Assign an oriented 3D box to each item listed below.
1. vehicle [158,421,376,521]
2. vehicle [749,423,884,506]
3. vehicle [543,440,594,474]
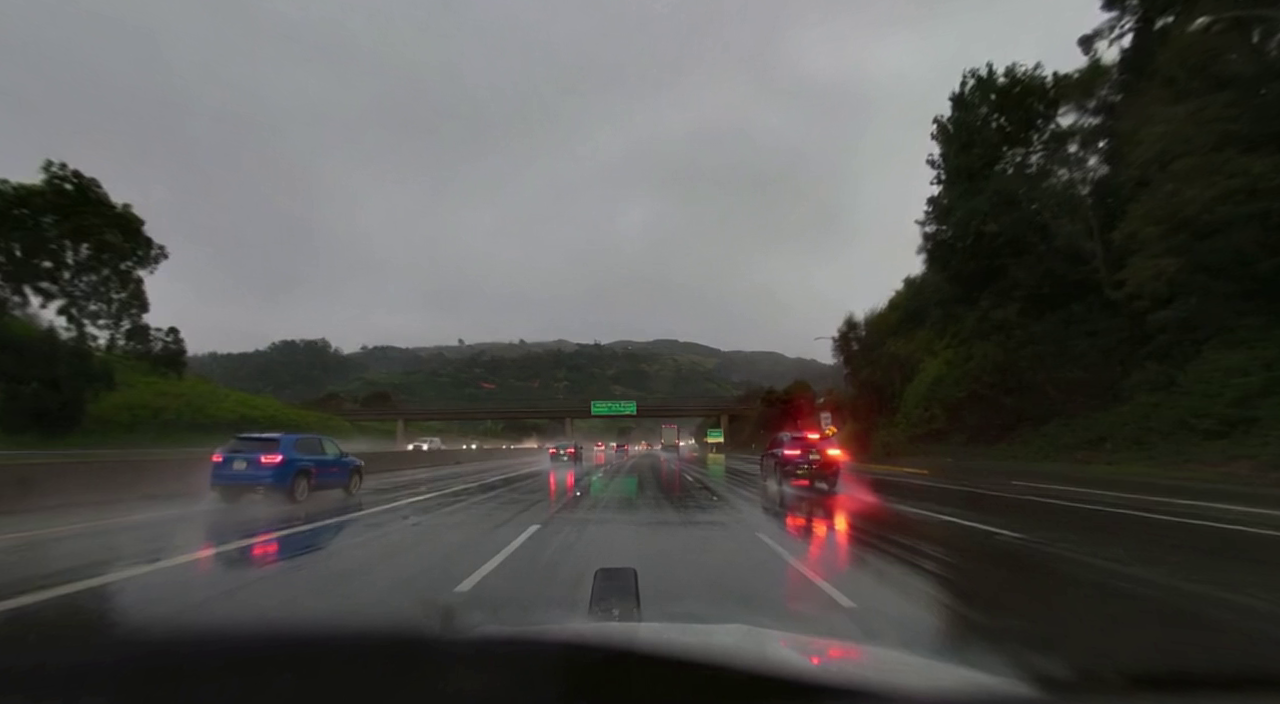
[{"bbox_3d":[-7.268,2.354,12.941,1.860,1.694,4.173,0,-9,0],"label":"vehicle"},{"bbox_3d":[4.099,2.711,15.546,1.950,1.719,4.545,0,-9,-1],"label":"vehicle"},{"bbox_3d":[-3.372,5.046,30.480,1.925,1.509,4.363,0,-9,0],"label":"vehicle"}]
